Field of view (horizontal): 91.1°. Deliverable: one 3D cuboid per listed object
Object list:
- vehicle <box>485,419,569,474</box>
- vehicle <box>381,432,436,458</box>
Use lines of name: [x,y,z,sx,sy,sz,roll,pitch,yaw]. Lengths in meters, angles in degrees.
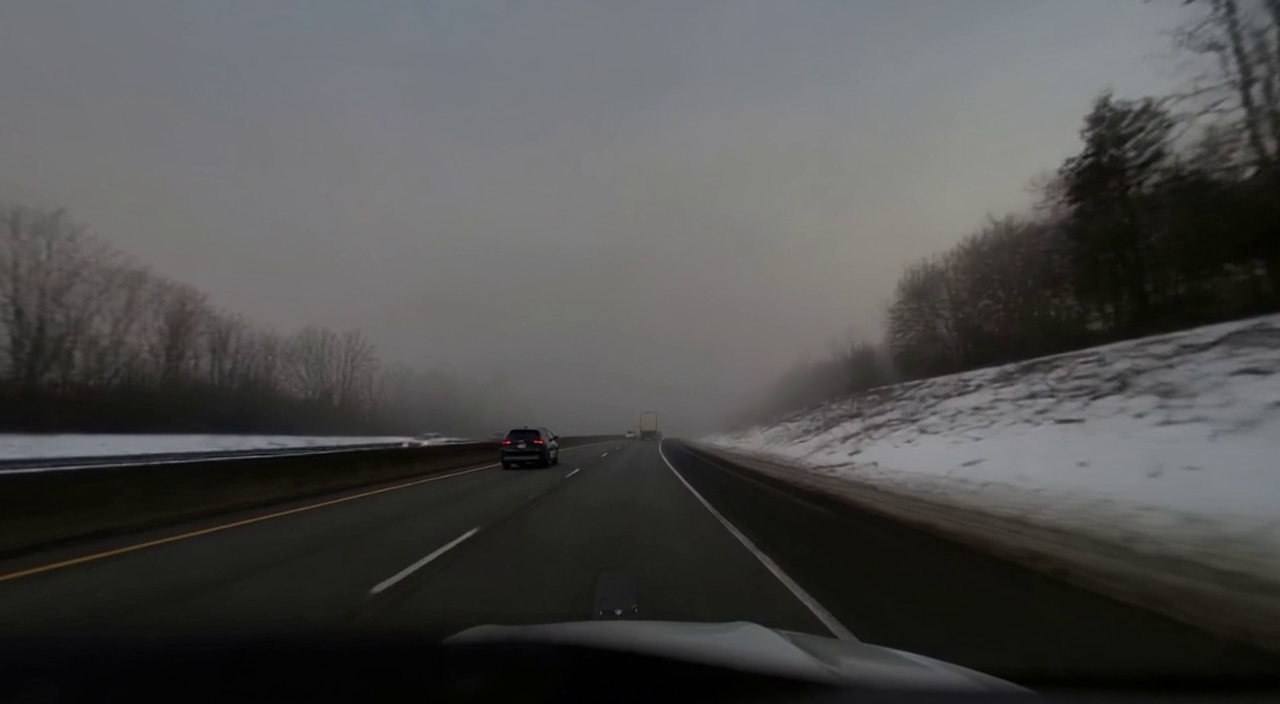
vehicle: [-3.756,3.224,21.703,2.018,1.678,4.312,0,-8,1]
vehicle: [-14.422,5.805,39.378,1.836,1.516,3.879,-1,-8,1]
